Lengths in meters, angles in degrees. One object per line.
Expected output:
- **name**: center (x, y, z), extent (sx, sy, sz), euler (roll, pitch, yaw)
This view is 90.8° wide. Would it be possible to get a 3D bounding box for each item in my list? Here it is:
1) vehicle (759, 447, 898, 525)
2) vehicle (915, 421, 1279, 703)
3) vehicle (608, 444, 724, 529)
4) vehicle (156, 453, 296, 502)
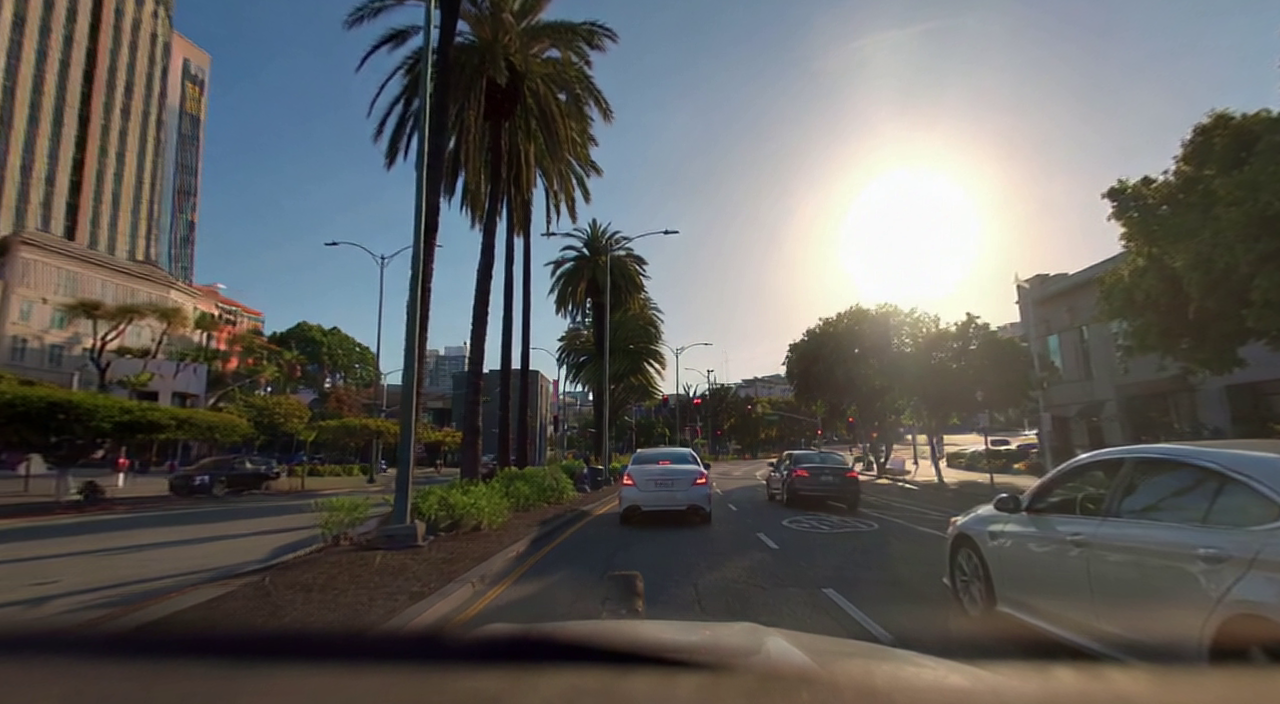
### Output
- **vehicle**: center (4.092, 2.952, 14.563), extent (1.920, 1.490, 4.417), euler (0, -9, 2)
- **vehicle**: center (3.640, 1.240, 4.034), extent (1.913, 1.469, 4.425), euler (-1, -9, 2)
- **vehicle**: center (0.577, 2.701, 13.255), extent (2.078, 1.503, 3.681), euler (-1, -9, 4)
- **vehicle**: center (-16.082, 4.853, 24.897), extent (2.078, 1.662, 4.436), euler (-2, -9, 9)
